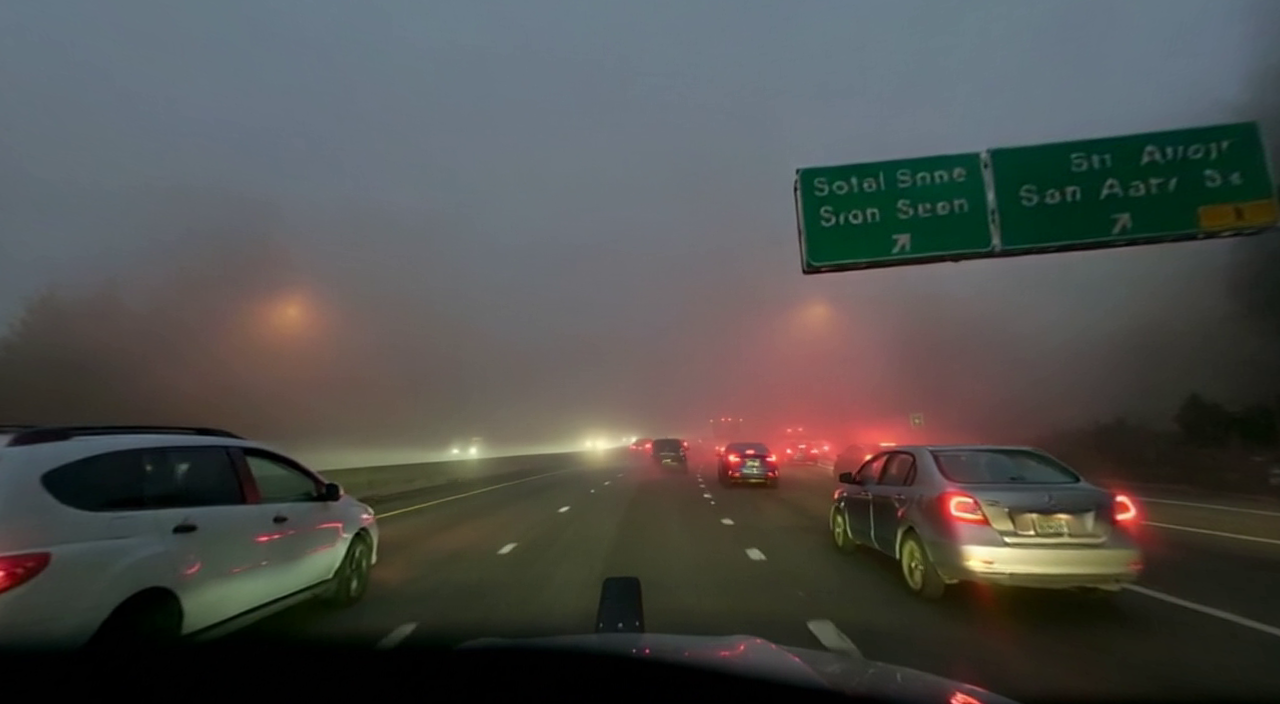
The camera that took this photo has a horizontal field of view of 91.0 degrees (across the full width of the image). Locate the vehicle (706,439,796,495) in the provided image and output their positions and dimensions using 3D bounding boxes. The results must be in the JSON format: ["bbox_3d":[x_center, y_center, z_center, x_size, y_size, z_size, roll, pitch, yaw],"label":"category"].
[{"bbox_3d":[3.234,3.450,19.278,2.009,1.489,4.559,0,-9,1],"label":"vehicle"}]

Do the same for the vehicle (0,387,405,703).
[{"bbox_3d":[-3.266,1.142,3.745,1.937,1.558,4.469,0,-9,1],"label":"vehicle"}]

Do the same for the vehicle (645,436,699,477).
[{"bbox_3d":[1.405,4.535,27.494,2.201,1.614,3.803,-1,-9,4],"label":"vehicle"}]

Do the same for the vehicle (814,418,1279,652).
[{"bbox_3d":[3.438,1.547,6.471,2.014,1.489,4.696,0,-9,1],"label":"vehicle"}]

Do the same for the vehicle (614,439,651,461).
[{"bbox_3d":[-0.495,7.084,45.694,2.059,1.516,4.236,-1,-9,7],"label":"vehicle"}]
